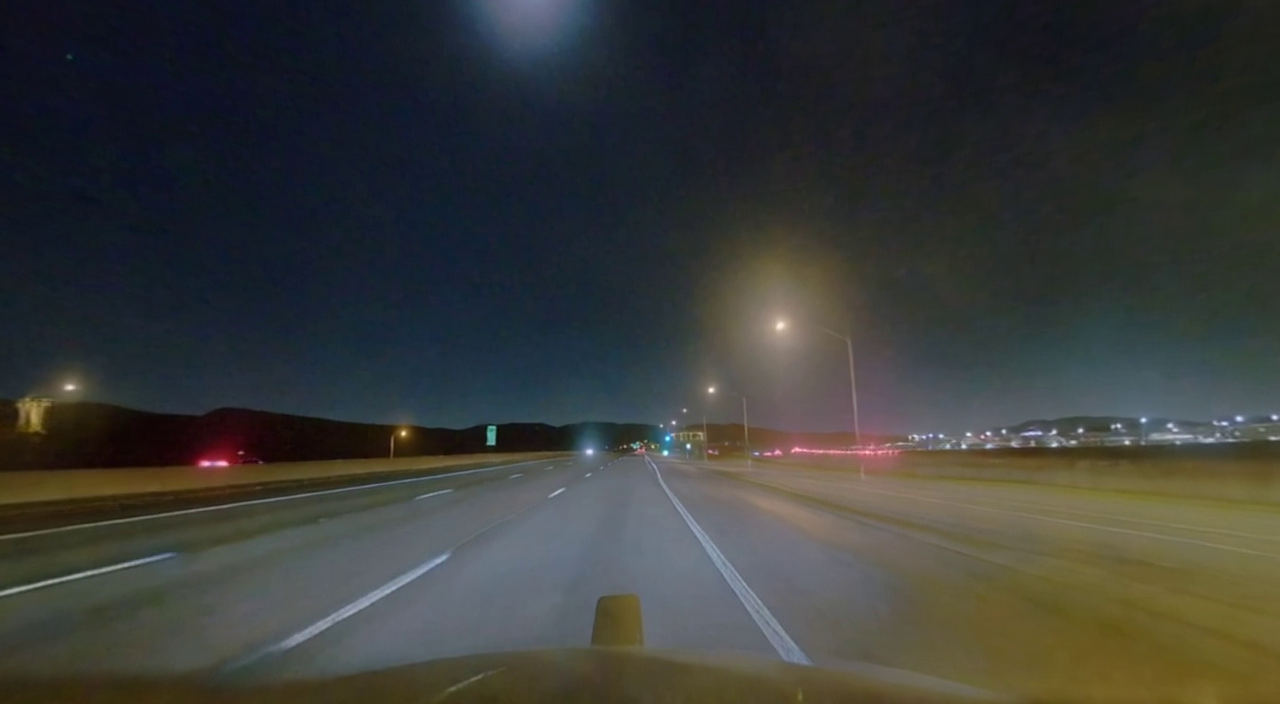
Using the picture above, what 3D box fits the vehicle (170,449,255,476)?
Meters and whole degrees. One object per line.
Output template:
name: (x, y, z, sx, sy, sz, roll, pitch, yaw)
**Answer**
vehicle: (-26.524, 6.873, 39.445, 1.923, 1.563, 4.762, 0, -9, 1)
